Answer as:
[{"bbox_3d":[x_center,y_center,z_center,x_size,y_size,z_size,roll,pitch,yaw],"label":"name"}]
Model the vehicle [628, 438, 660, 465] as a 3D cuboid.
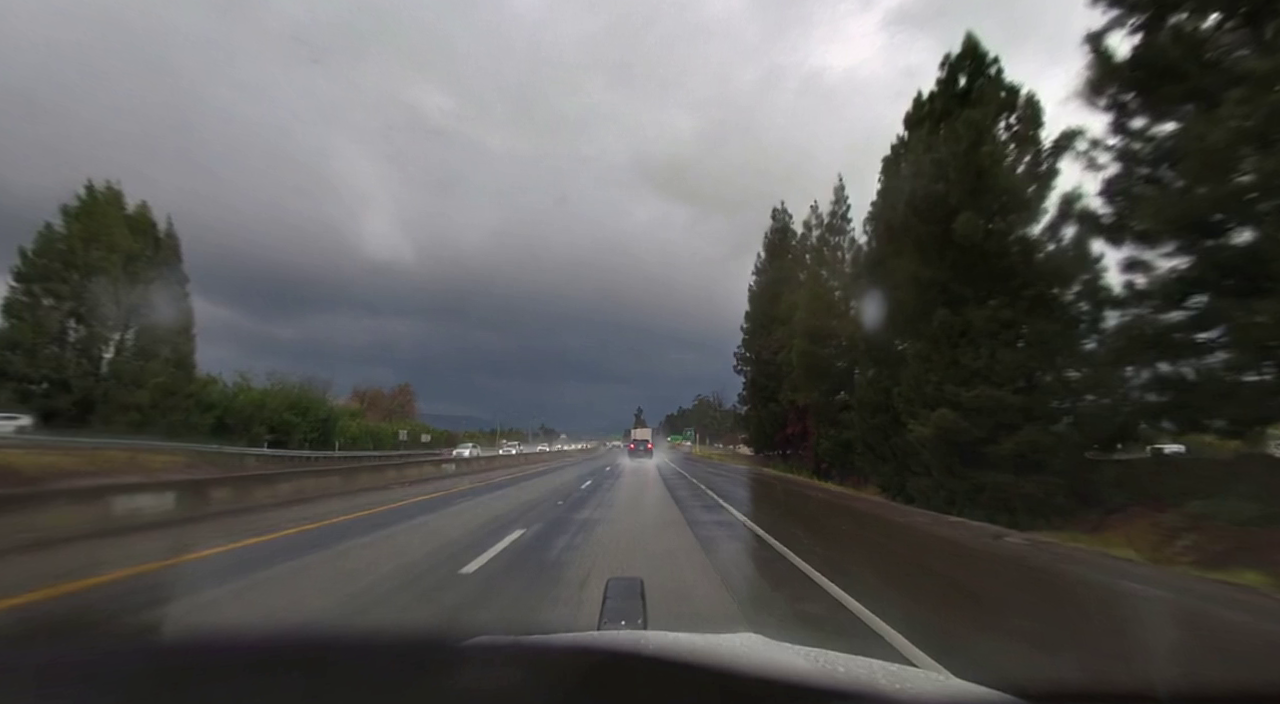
[{"bbox_3d":[0.234,6.511,41.118,2.029,1.666,4.064,0,-8,0],"label":"vehicle"}]
